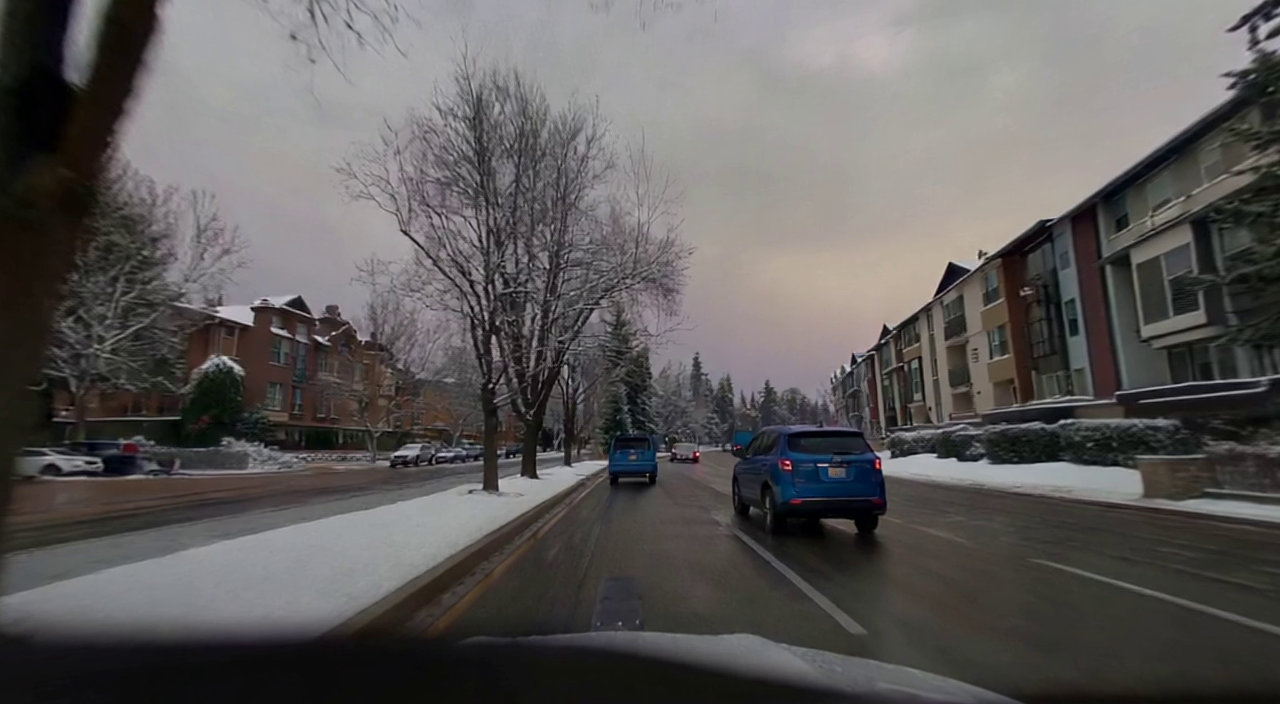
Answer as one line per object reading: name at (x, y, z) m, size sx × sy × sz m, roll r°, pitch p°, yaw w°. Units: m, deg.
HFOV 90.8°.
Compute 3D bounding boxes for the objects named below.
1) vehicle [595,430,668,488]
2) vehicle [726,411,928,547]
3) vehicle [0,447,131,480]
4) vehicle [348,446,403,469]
vehicle at (-0.227, 3.819, 22.894) m, size 2.345 × 1.841 × 5.032 m, roll 0°, pitch -9°, yaw 1°
vehicle at (2.843, 2.062, 10.862) m, size 2.033 × 1.823 × 4.409 m, roll 0°, pitch -9°, yaw -1°
vehicle at (-32.657, 6.238, 35.543) m, size 5.796 × 1.749 × 2.493 m, roll 0°, pitch -9°, yaw 0°
vehicle at (-18.522, 7.437, 44.478) m, size 1.954 × 1.570 × 4.828 m, roll 0°, pitch -10°, yaw -2°
